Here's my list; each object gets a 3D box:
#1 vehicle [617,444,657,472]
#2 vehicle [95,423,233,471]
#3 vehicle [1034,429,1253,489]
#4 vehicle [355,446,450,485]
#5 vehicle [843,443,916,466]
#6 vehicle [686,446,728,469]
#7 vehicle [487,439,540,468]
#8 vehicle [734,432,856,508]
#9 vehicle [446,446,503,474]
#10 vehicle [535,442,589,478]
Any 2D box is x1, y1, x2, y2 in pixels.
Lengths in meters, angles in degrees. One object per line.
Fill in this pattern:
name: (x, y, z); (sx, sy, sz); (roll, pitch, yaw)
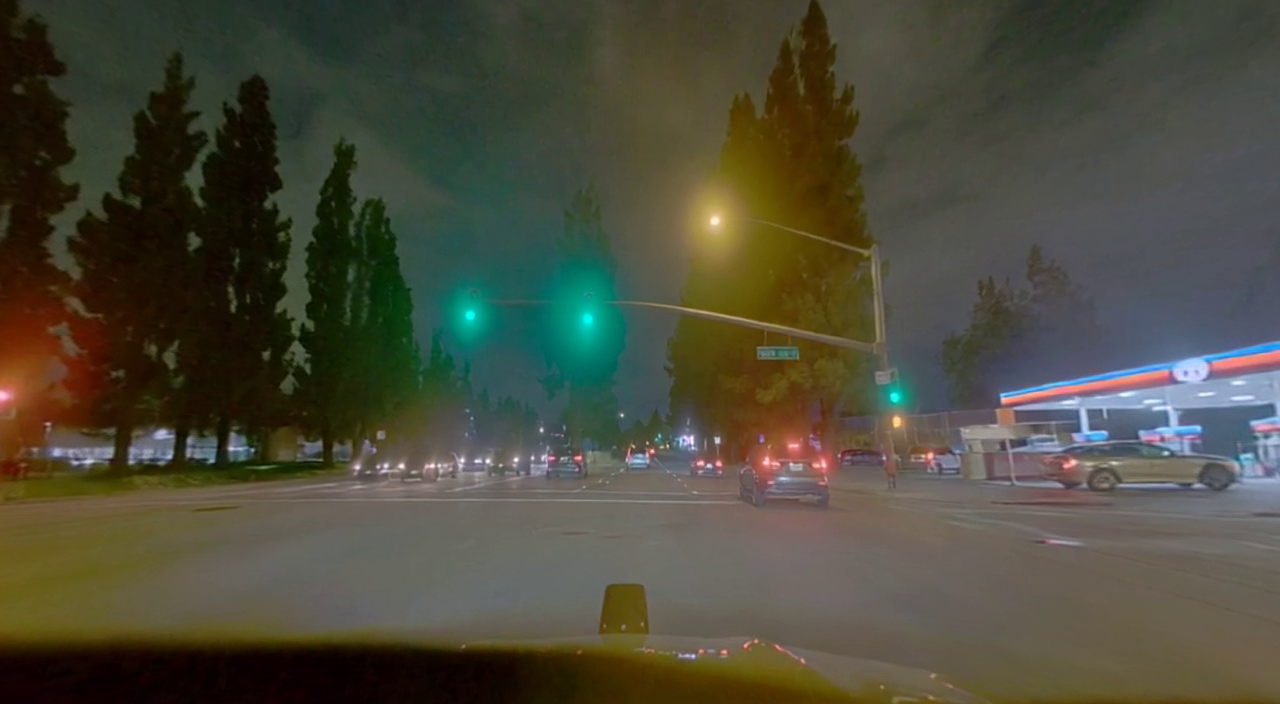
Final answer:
vehicle: (-0.142, 5.973, 35.683); (2.104, 1.477, 4.591); (0, -9, 0)
vehicle: (-33.752, 6.753, 44.898); (7.339, 3.284, 2.857); (0, -9, -1)
vehicle: (17.803, 3.806, 22.551); (5.585, 1.866, 2.607); (-1, -9, -3)
vehicle: (-9.612, 4.616, 26.018); (2.023, 1.433, 4.699); (0, -9, 1)
vehicle: (17.084, 7.324, 45.092); (4.506, 1.604, 1.830); (0, -9, -1)
vehicle: (4.456, 7.077, 42.429); (2.174, 1.462, 4.400); (0, -9, -2)
vehicle: (-9.070, 7.350, 45.881); (2.455, 1.904, 6.030); (-1, -9, 2)
vehicle: (3.793, 2.971, 16.286); (2.022, 1.683, 4.171); (0, -9, -1)
vehicle: (-9.079, 5.946, 34.948); (2.001, 1.461, 3.859); (0, -9, 2)
vehicle: (-3.658, 5.154, 30.324); (2.023, 1.607, 4.086); (0, -9, 1)
